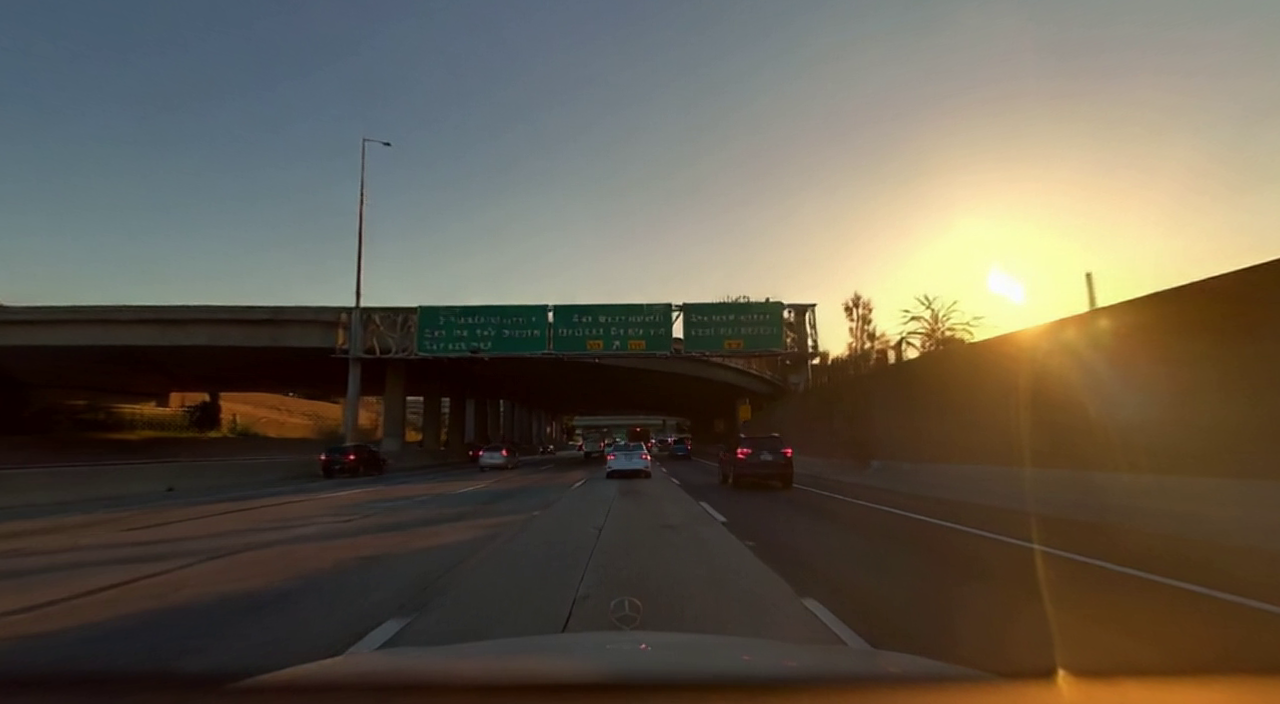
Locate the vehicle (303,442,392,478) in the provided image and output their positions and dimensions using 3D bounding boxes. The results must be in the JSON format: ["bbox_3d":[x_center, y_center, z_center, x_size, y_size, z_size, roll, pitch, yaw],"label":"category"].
[{"bbox_3d":[-14.449,5.349,31.559,2.055,1.628,4.898,0,-9,1],"label":"vehicle"}]

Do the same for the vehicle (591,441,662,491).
[{"bbox_3d":[-0.389,3.638,20.527,2.042,1.446,4.269,0,-9,0],"label":"vehicle"}]

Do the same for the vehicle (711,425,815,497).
[{"bbox_3d":[3.314,3.050,17.973,2.001,1.771,4.250,0,-9,-1],"label":"vehicle"}]

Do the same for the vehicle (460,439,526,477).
[{"bbox_3d":[-6.834,4.974,29.837,2.060,1.669,4.242,0,-9,0],"label":"vehicle"}]

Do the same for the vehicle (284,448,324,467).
[{"bbox_3d":[-26.440,8.308,49.733,1.453,1.354,3.260,-3,-9,-1],"label":"vehicle"}]
